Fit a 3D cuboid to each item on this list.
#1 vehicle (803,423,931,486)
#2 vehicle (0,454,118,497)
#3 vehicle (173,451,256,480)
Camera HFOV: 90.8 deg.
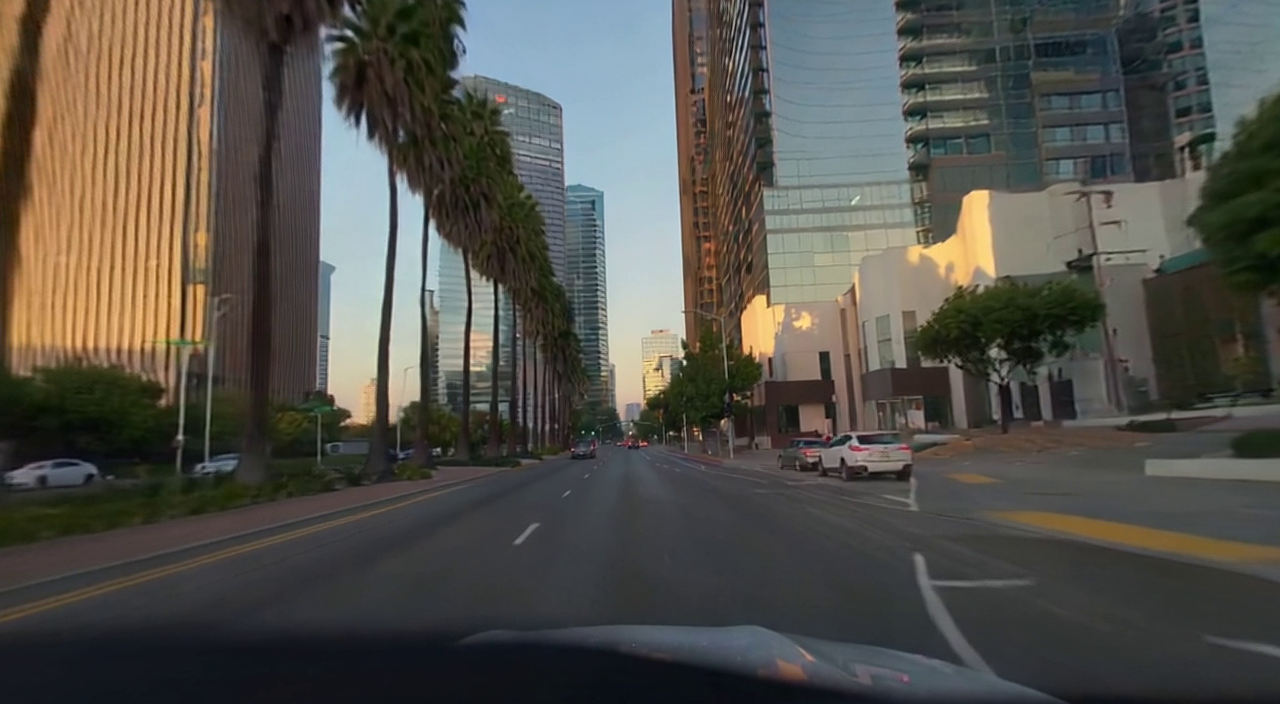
[{"bbox_3d":[6.936,3.200,19.904,2.225,1.727,4.418,0,-8,-2],"label":"vehicle"},{"bbox_3d":[-24.476,4.984,25.837,1.905,1.496,4.960,-1,-8,1],"label":"vehicle"},{"bbox_3d":[-24.662,6.564,36.831,1.801,1.444,4.640,0,-8,-3],"label":"vehicle"}]
